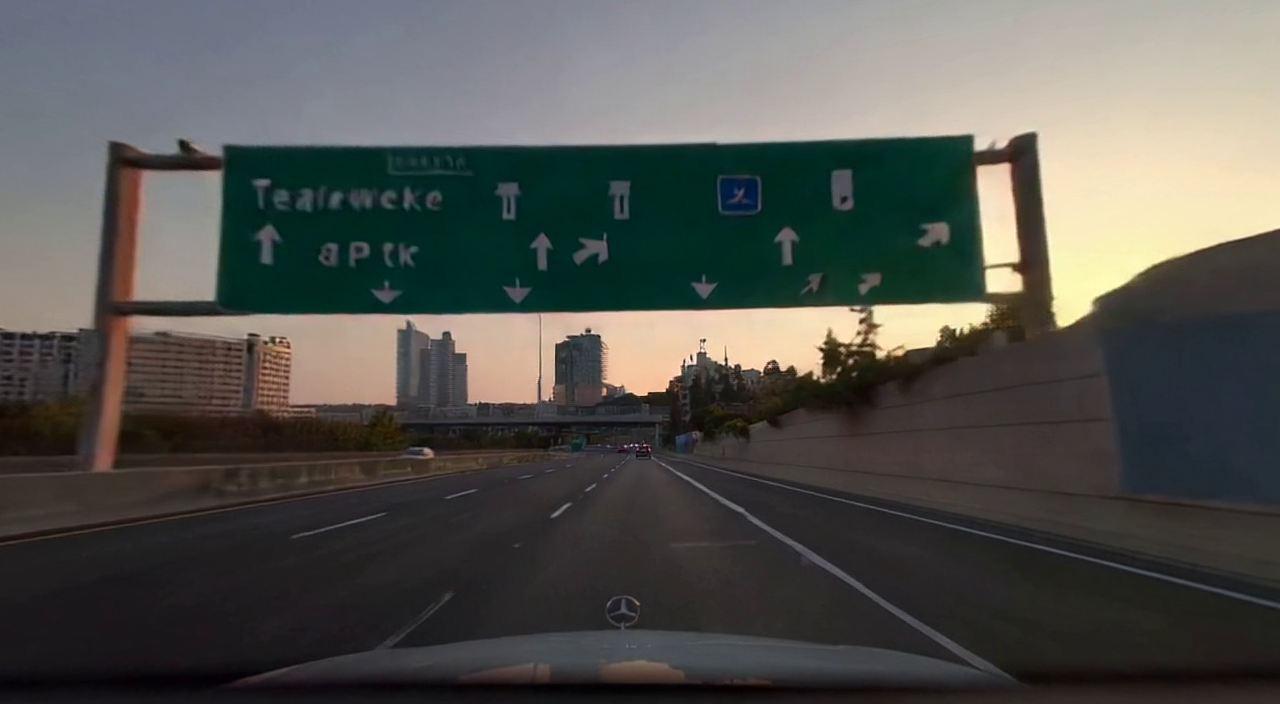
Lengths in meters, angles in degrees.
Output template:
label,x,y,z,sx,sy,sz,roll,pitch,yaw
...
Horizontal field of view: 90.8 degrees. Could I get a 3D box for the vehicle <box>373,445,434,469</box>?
label,x,y,z,sx,sy,sz,roll,pitch,yaw
vehicle,-15.671,7.003,42.112,2.250,1.492,4.731,0,-9,0
